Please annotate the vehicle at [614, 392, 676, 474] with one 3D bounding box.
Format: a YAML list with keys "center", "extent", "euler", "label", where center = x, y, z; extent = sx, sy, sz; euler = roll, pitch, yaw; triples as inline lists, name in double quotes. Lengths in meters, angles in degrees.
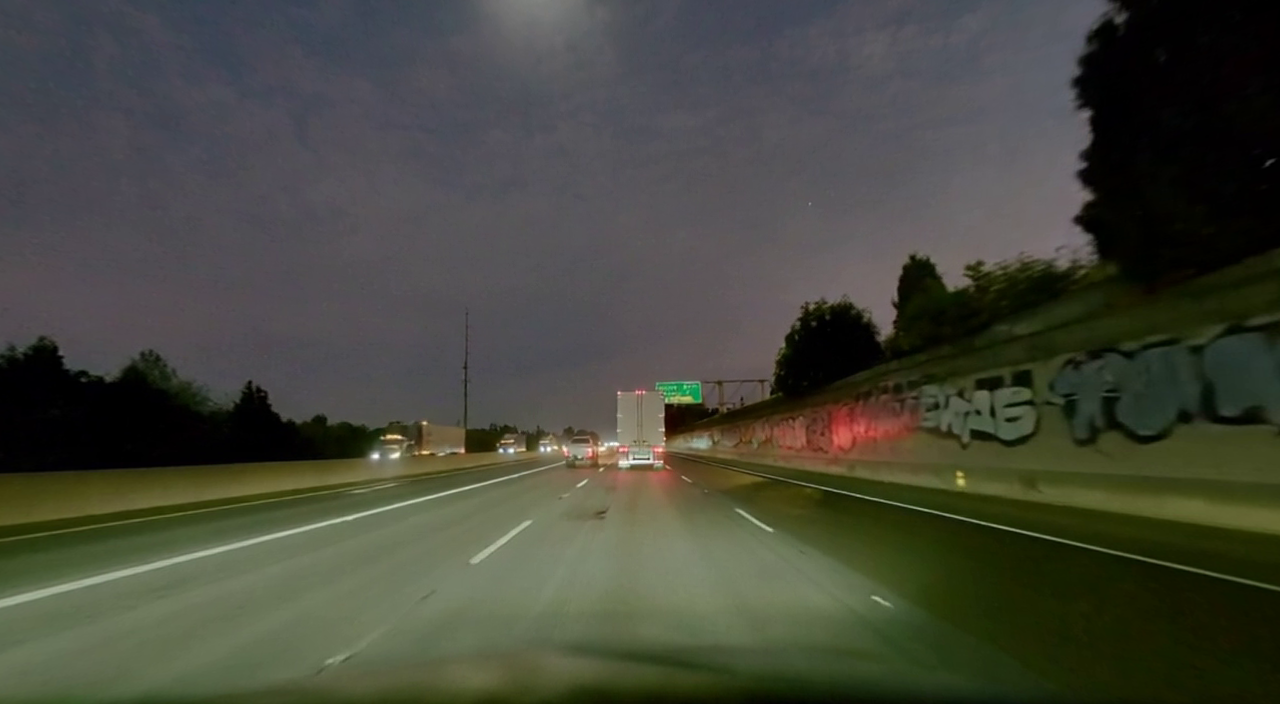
- center: [0.161, 4.825, 36.420]
  extent: [3.042, 4.023, 10.832]
  euler: [0, -9, -1]
  label: "vehicle"

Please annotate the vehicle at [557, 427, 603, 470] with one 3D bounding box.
- center: [-3.538, 5.865, 38.006]
  extent: [2.278, 2.369, 5.249]
  euler: [0, -9, 0]
  label: "vehicle"
